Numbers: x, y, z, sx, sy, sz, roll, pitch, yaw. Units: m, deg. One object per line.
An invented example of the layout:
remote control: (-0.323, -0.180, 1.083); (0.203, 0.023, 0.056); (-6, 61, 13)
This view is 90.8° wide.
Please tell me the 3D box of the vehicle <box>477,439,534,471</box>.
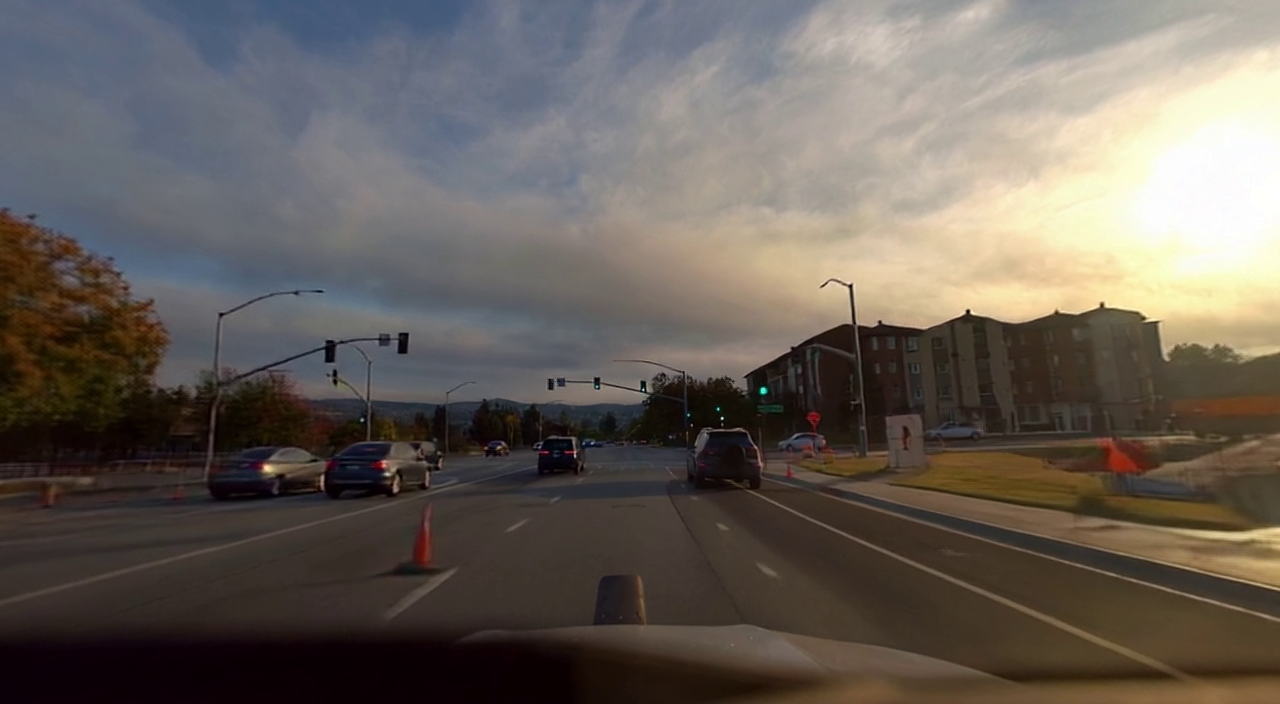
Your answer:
vehicle: (-6.653, 5.115, 31.662); (1.993, 1.492, 3.666); (0, -8, 1)

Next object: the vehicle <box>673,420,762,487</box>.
vehicle: (2.273, 3.152, 19.804); (2.197, 1.835, 4.316); (0, -8, -1)

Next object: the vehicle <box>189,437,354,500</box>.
vehicle: (-9.889, 3.144, 17.480); (1.874, 1.492, 4.475); (0, -8, 0)

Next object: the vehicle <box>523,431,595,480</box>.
vehicle: (-2.893, 3.822, 23.535); (2.121, 1.654, 3.993); (0, -8, 1)

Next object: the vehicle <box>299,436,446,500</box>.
vehicle: (-7.069, 3.091, 17.336); (1.928, 1.488, 4.635); (0, -8, 1)
